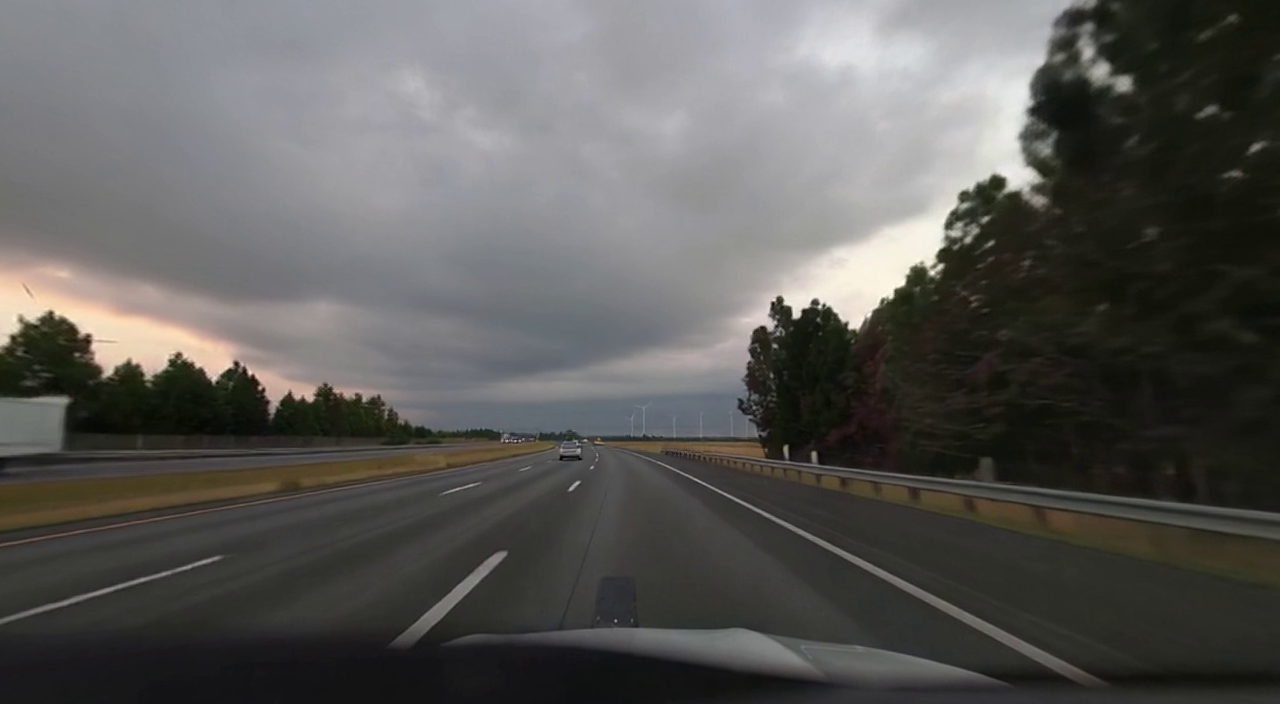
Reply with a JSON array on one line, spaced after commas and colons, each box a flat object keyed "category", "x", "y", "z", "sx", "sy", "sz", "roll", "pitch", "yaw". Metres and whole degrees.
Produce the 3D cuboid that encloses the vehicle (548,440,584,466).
[{"category": "vehicle", "x": -4.577, "y": 6.310, "z": 39.537, "sx": 2.053, "sy": 1.549, "sz": 4.097, "roll": 0, "pitch": -8, "yaw": -4}]
